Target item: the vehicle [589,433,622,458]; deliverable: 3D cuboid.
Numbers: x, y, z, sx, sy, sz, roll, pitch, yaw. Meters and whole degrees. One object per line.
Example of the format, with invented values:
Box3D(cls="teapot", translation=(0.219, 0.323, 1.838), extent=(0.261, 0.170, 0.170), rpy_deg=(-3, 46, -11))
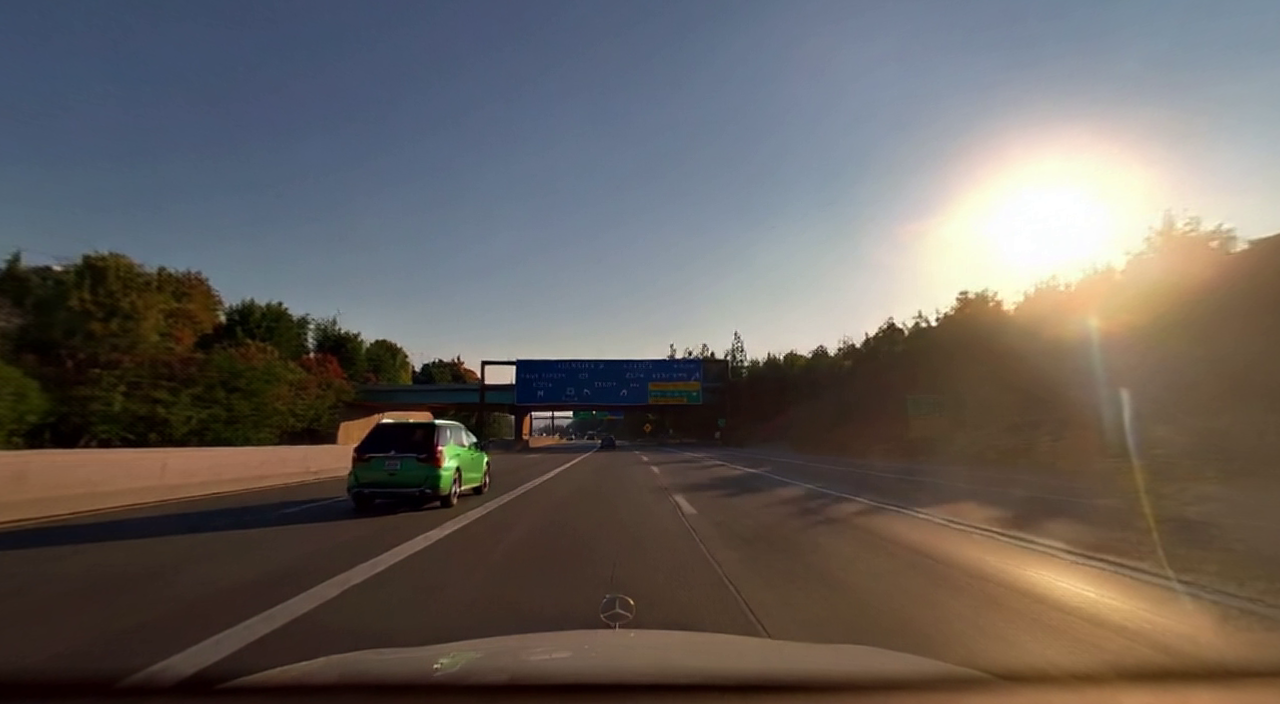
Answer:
Box3D(cls="vehicle", translation=(-2.250, 6.045, 40.931), extent=(2.000, 1.491, 3.913), rpy_deg=(0, -8, -3))
